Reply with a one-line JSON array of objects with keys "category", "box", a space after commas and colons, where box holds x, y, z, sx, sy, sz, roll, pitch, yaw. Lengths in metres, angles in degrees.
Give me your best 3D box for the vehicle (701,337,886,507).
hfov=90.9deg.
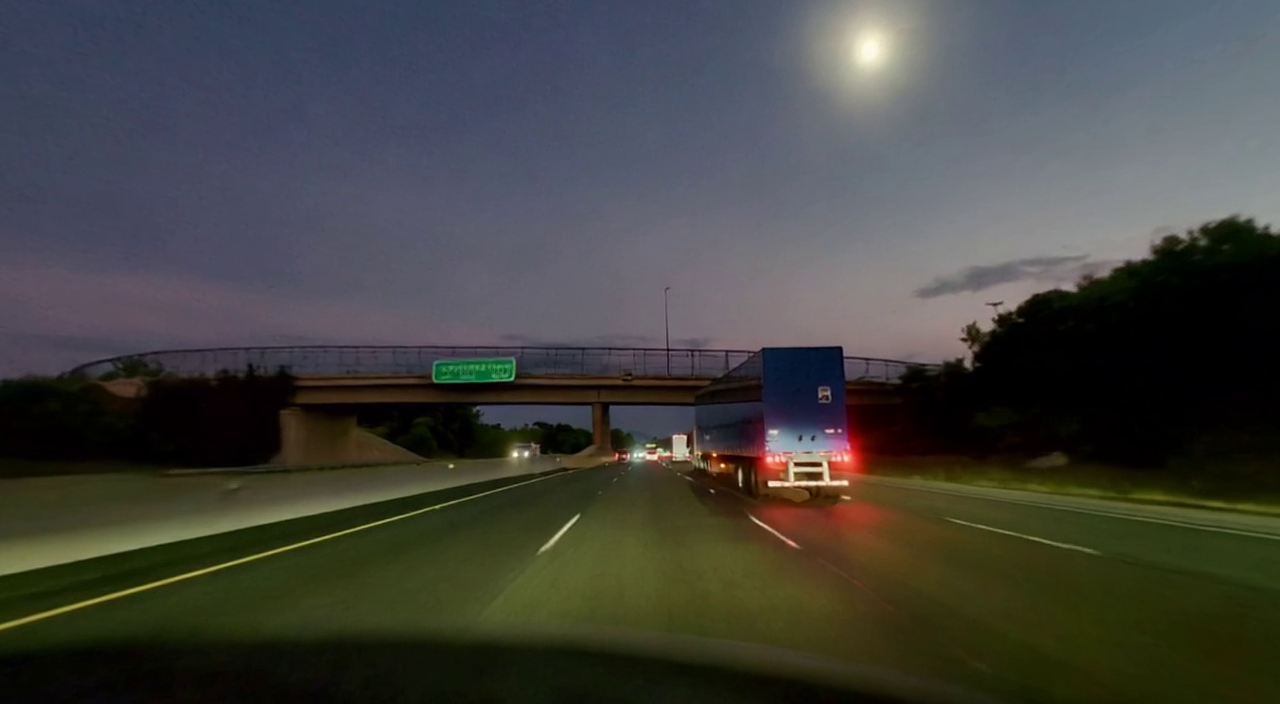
[{"category": "vehicle", "box": [4.309, 2.724, 22.112, 2.825, 4.054, 14.210, 0, -9, 0]}]
